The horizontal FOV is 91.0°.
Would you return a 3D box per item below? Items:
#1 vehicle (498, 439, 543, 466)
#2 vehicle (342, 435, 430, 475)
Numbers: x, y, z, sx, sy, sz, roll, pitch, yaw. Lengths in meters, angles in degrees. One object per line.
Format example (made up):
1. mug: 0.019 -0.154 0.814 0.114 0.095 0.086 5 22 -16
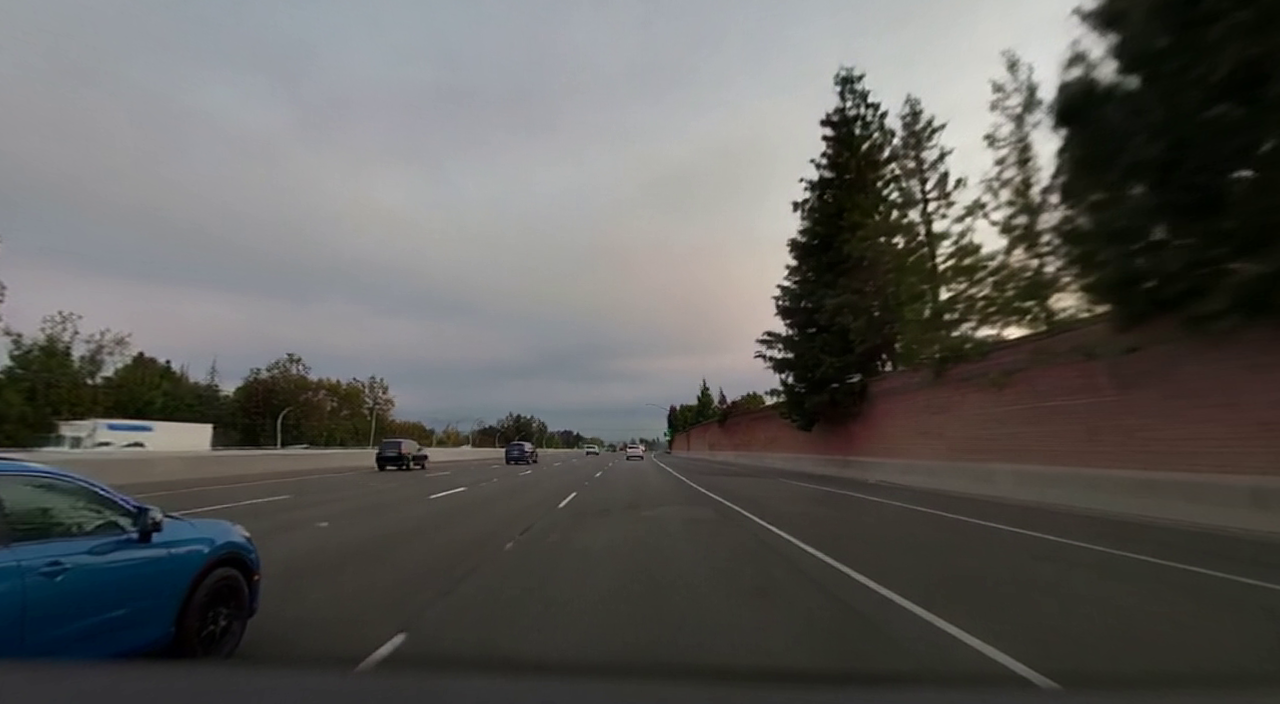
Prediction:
1. vehicle: -8.018 6.805 42.743 2.151 1.707 4.759 0 -9 0
2. vehicle: -11.370 4.643 28.592 2.025 1.618 4.683 1 -9 0
